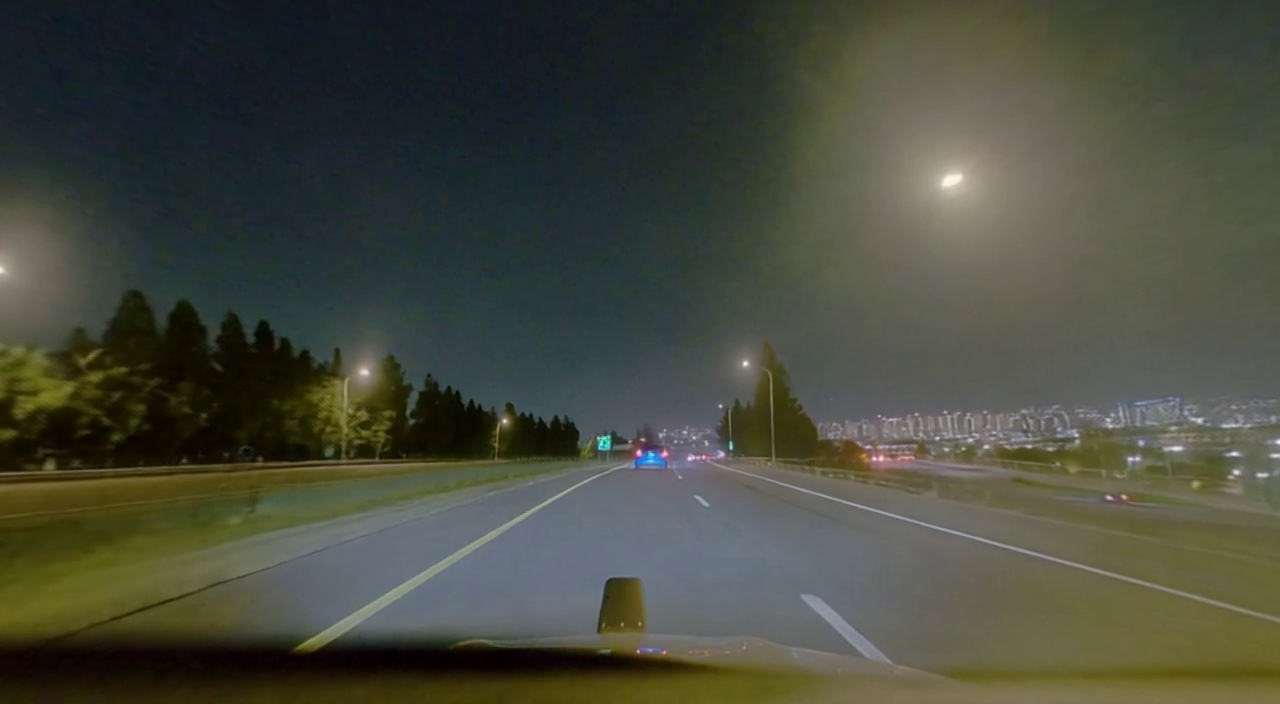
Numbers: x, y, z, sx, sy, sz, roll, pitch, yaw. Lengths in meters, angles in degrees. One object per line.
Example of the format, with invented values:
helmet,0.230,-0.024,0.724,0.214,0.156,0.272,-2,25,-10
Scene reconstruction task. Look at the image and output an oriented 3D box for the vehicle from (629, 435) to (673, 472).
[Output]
vehicle,0.711,6.246,38.807,2.546,2.126,5.153,0,-9,2
